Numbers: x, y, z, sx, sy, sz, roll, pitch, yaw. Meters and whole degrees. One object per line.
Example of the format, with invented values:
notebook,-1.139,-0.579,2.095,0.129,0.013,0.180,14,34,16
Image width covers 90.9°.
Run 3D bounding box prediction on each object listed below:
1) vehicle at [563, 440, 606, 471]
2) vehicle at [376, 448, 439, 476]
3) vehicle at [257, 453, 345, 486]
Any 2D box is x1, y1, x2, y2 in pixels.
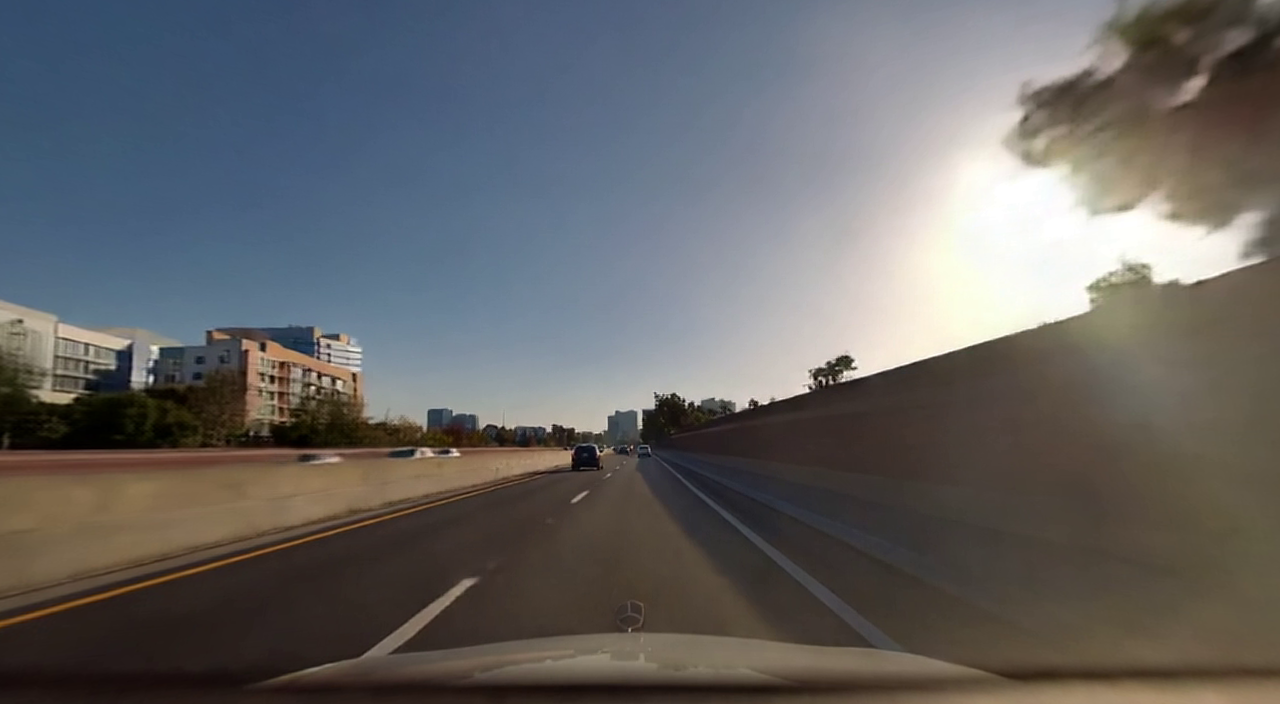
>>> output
vehicle,-3.397,6.504,39.879,2.159,1.793,5.027,-1,-9,1
vehicle,-13.788,6.519,37.678,1.932,1.501,4.484,-1,-9,1
vehicle,-16.814,5.819,31.541,1.946,1.470,4.333,-1,-9,1
